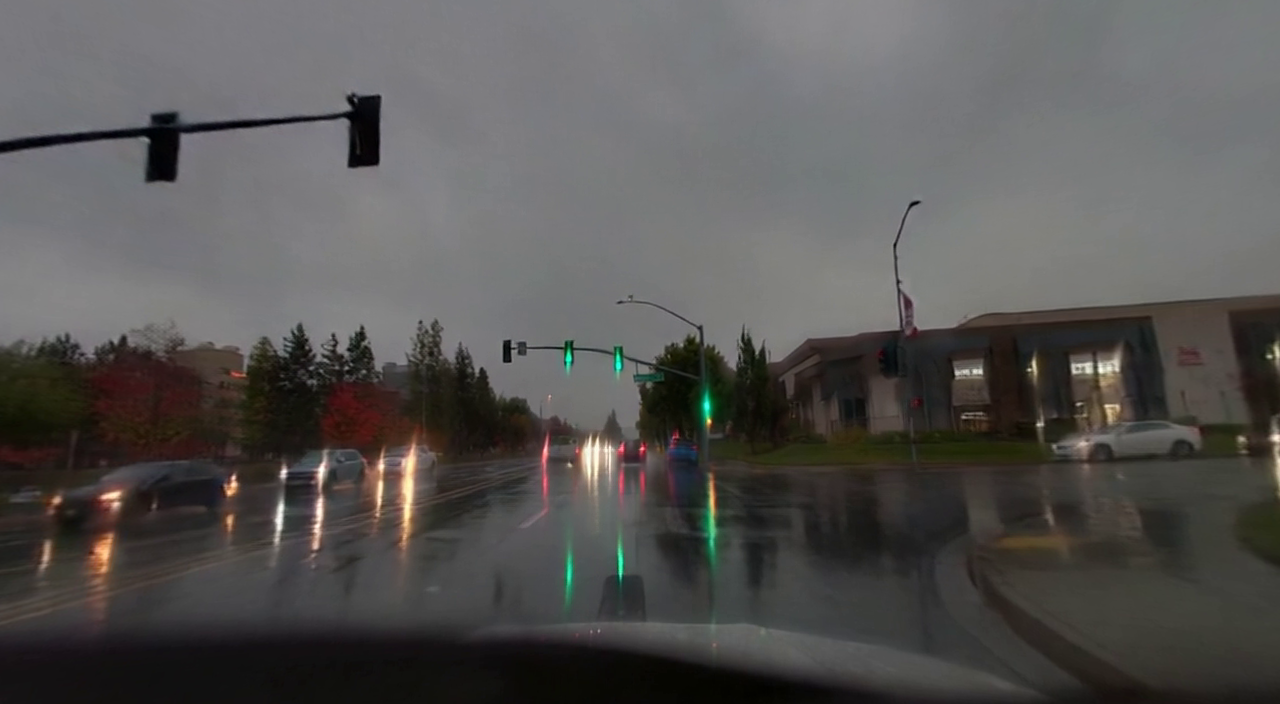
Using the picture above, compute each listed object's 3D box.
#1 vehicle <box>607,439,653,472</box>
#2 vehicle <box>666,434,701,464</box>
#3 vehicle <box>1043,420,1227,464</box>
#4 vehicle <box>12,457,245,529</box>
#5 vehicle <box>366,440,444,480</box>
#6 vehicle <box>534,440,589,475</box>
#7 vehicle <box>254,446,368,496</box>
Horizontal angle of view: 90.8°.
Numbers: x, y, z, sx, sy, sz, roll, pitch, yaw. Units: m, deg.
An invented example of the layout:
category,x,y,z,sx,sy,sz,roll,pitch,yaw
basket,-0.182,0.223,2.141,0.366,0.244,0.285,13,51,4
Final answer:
category,x,y,z,sx,sy,sz,roll,pitch,yaw
vehicle,-0.452,4.937,30.253,2.085,1.475,3.976,0,-8,0
vehicle,2.813,6.441,41.904,2.175,1.850,5.118,0,-8,2
vehicle,17.222,3.170,22.216,4.517,1.455,2.233,-1,-9,3
vehicle,-12.574,3.438,16.051,1.909,1.462,4.608,-1,-9,3
vehicle,-12.424,5.733,33.808,2.260,1.921,4.902,0,-8,0
vehicle,-3.498,4.786,28.866,1.921,1.477,4.083,0,-8,1
vehicle,-12.575,4.532,24.550,1.986,1.712,4.399,0,-8,1
